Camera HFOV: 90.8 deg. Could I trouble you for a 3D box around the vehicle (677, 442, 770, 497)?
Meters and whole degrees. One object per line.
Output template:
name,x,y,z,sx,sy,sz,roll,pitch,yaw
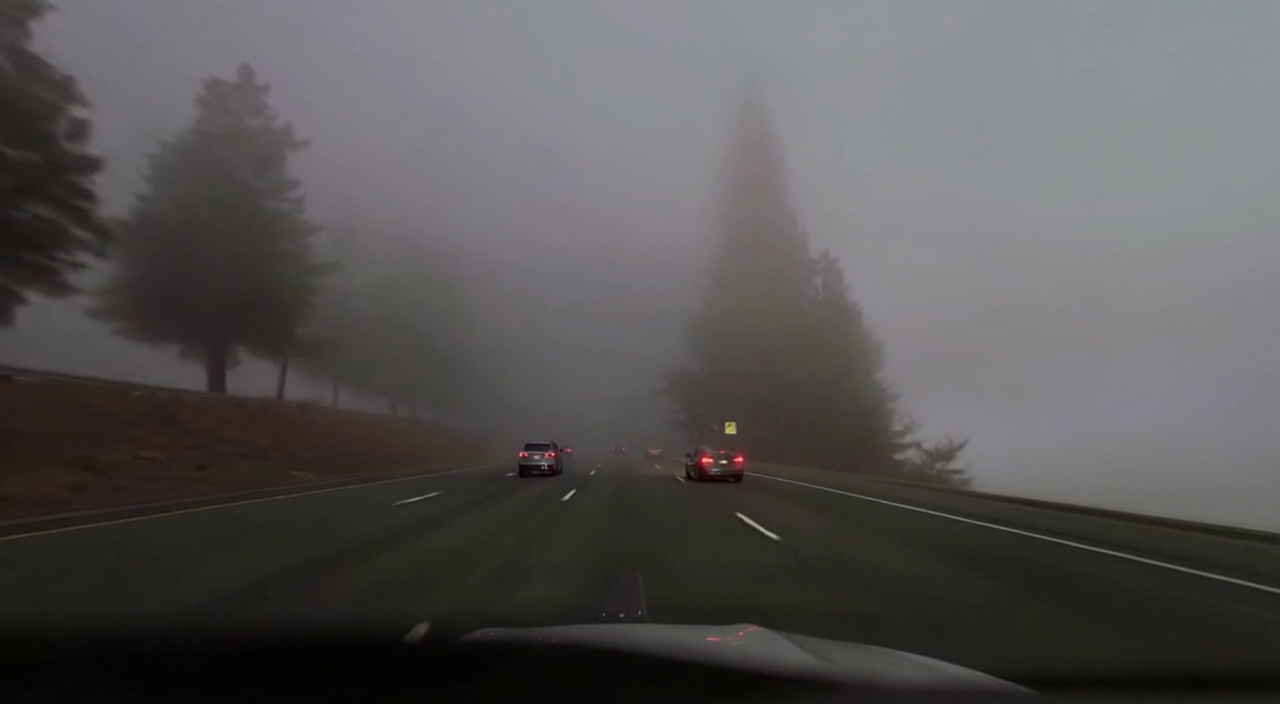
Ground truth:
vehicle,2.358,3.443,19.036,1.947,1.437,4.345,1,-8,-4

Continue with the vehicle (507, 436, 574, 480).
vehicle,-4.166,4.524,27.247,2.244,1.755,4.417,0,-8,-1
